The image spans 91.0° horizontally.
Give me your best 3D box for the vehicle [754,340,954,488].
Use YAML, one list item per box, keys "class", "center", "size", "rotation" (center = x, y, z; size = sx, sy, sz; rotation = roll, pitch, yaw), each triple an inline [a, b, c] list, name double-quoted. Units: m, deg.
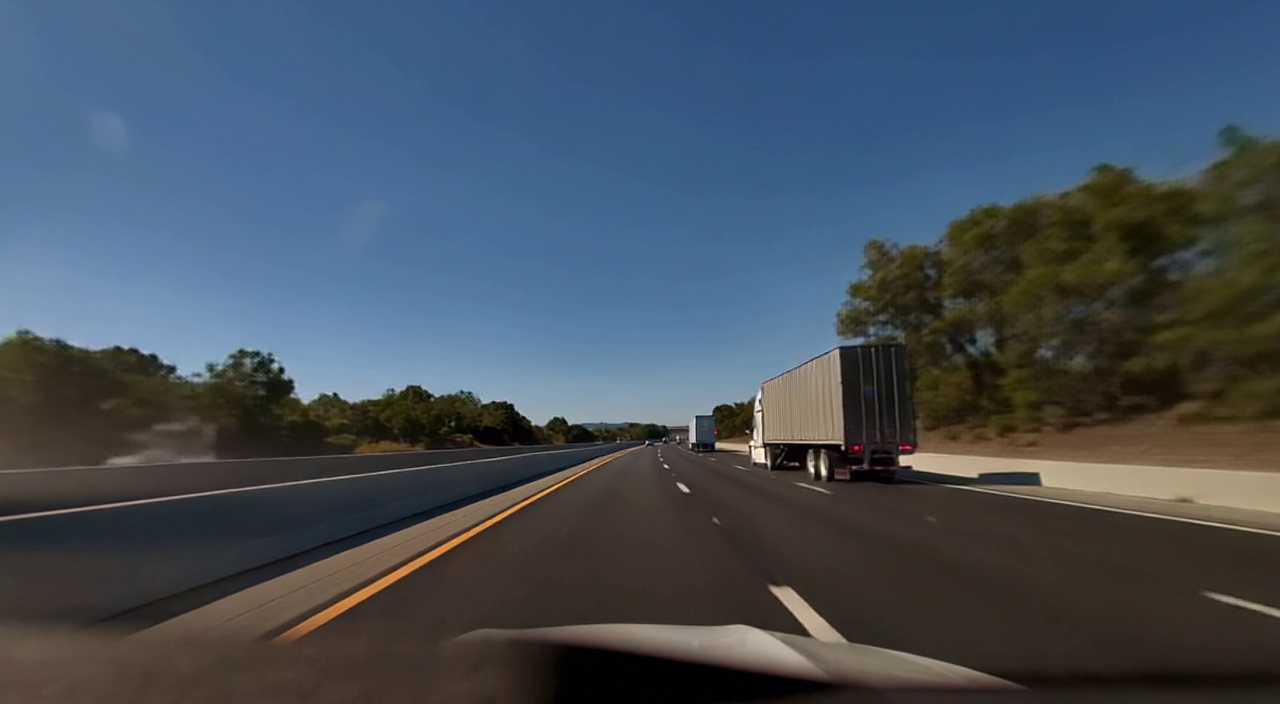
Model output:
- class: "vehicle"
  center: [7.164, 2.687, 24.425]
  size: [2.885, 4.075, 13.981]
  rotation: [0, -8, 0]
